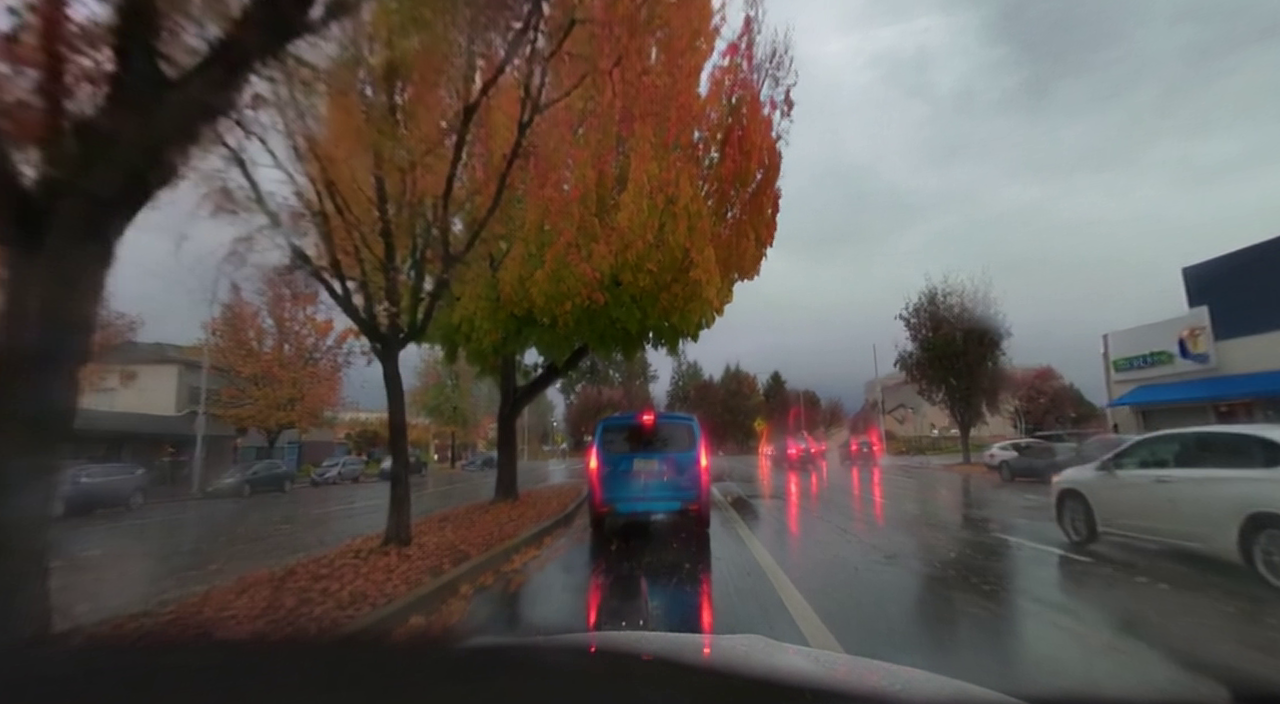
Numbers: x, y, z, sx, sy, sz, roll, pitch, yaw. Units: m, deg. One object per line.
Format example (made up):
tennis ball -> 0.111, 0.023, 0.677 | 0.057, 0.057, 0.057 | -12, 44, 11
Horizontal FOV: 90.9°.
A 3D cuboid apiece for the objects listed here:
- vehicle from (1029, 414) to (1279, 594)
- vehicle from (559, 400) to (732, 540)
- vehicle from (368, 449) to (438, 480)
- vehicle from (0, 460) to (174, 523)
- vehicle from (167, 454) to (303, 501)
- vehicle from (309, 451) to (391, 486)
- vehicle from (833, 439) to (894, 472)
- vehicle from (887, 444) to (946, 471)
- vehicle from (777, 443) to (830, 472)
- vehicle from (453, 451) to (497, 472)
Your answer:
vehicle -> 6.545, 1.489, 6.709 | 1.928, 1.529, 4.917 | -1, -8, 4
vehicle -> 0.245, 1.934, 10.970 | 2.344, 1.863, 4.665 | -1, -8, 4
vehicle -> -13.688, 6.511, 36.828 | 1.921, 1.621, 4.930 | -1, -8, 3
vehicle -> -15.251, 3.648, 17.018 | 1.797, 1.351, 4.300 | -1, -8, 5
vehicle -> -14.648, 4.522, 23.170 | 1.877, 1.445, 4.436 | -1, -8, 3
vehicle -> -14.245, 5.698, 31.236 | 1.947, 1.558, 4.065 | 0, -8, 3
vehicle -> 12.645, 5.868, 35.993 | 2.040, 1.738, 4.414 | 0, -8, 2
vehicle -> 15.973, 6.102, 36.620 | 1.916, 1.452, 3.811 | 0, -9, 5
vehicle -> 8.698, 5.630, 33.950 | 1.886, 1.464, 4.290 | 0, -8, 2
vehicle -> -12.824, 8.554, 49.384 | 1.995, 1.466, 4.580 | -1, -8, 3
